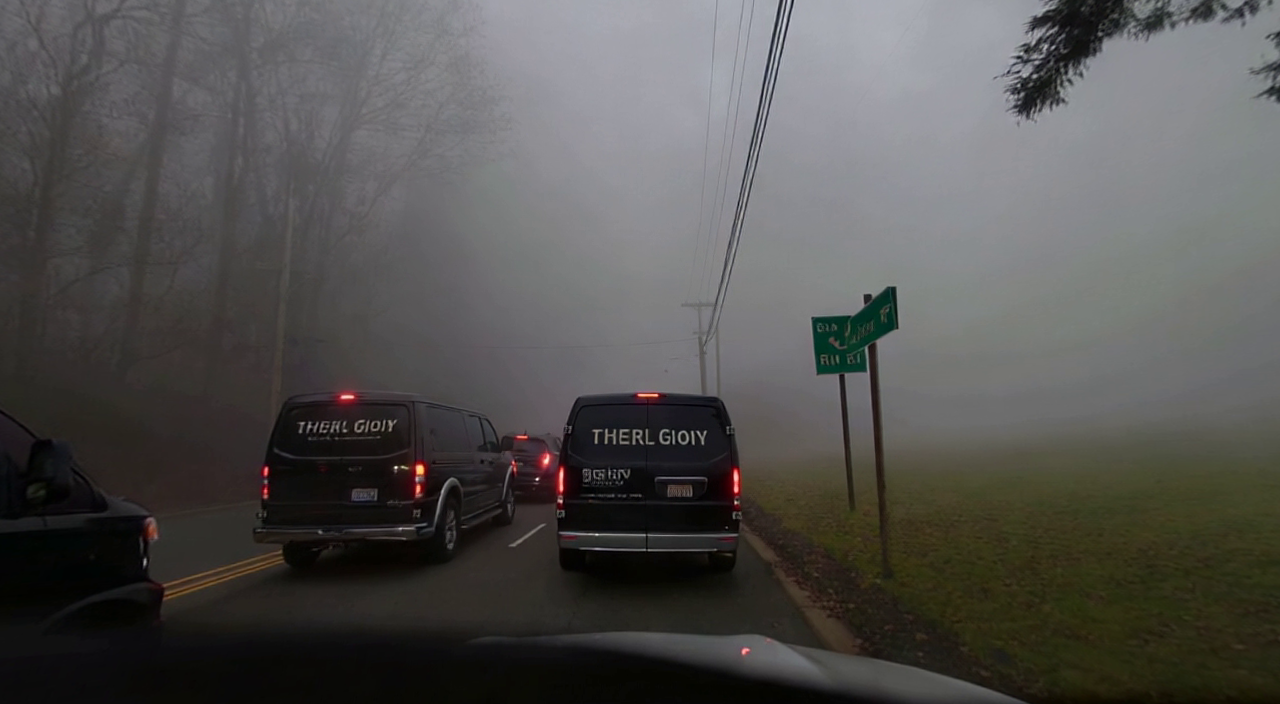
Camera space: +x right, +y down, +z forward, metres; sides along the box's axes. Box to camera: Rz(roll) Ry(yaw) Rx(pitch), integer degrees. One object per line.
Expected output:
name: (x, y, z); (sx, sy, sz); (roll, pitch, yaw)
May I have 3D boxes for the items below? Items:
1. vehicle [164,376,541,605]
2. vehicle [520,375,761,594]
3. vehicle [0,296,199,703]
vehicle: (-2.752, 1.481, 7.619); (2.109, 1.851, 4.749); (-1, -8, 3)
vehicle: (0.110, 1.468, 7.688); (2.117, 1.911, 4.095); (-1, -8, 3)
vehicle: (-3.110, 0.484, 0.240); (2.160, 1.796, 4.997); (0, -8, 1)
